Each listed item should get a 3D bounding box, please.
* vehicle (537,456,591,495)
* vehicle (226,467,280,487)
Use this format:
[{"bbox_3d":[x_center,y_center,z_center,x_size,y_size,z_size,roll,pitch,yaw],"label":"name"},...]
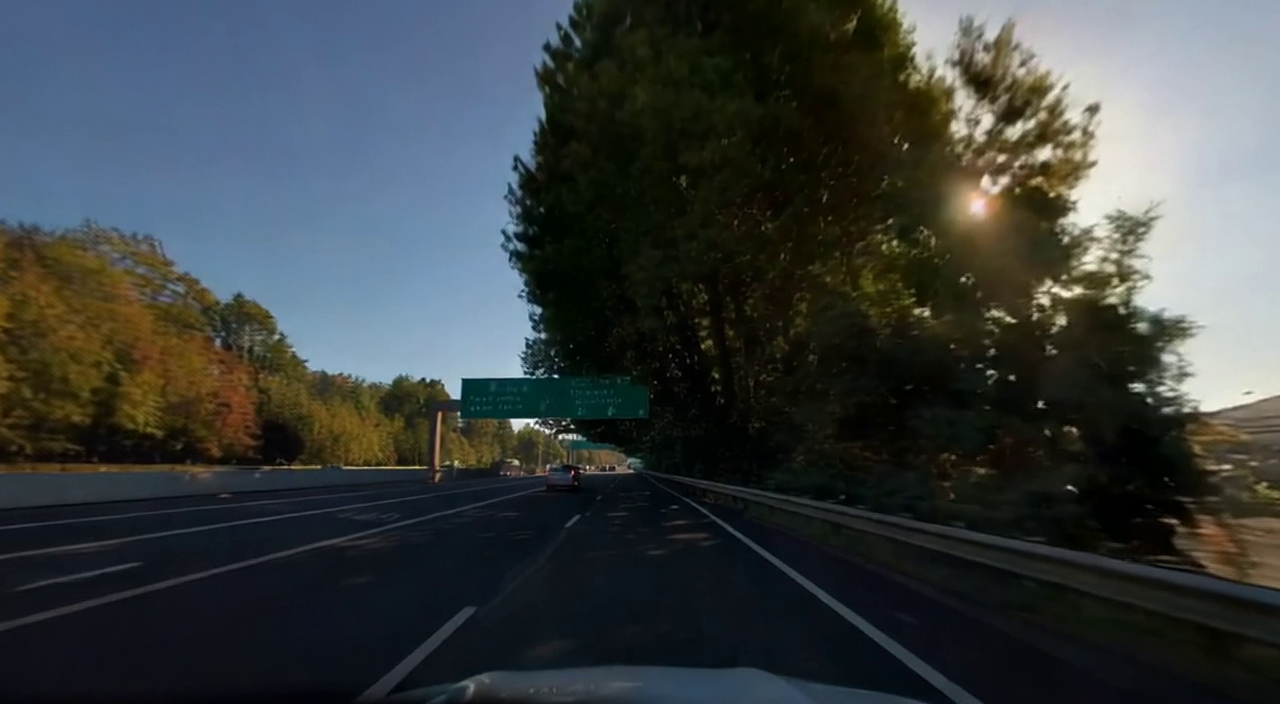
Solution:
[{"bbox_3d":[-3.483,5.756,29.526,2.092,1.642,3.895,1,-11,-1],"label":"vehicle"},{"bbox_3d":[-29.069,9.400,47.398,1.706,1.394,3.719,1,-11,-2],"label":"vehicle"}]
